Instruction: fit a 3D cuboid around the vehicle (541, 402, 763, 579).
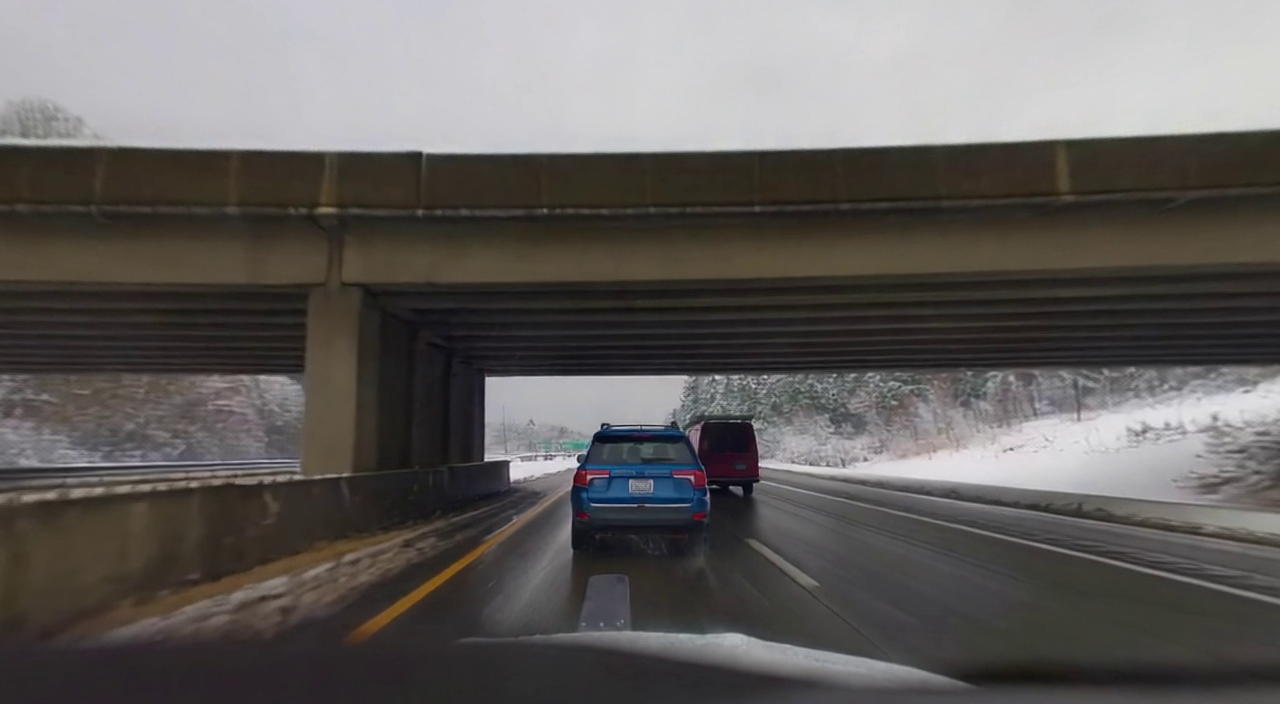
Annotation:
[{"bbox_3d":[0.129,1.752,8.629,2.288,1.823,4.059,0,-9,0],"label":"vehicle"}]
